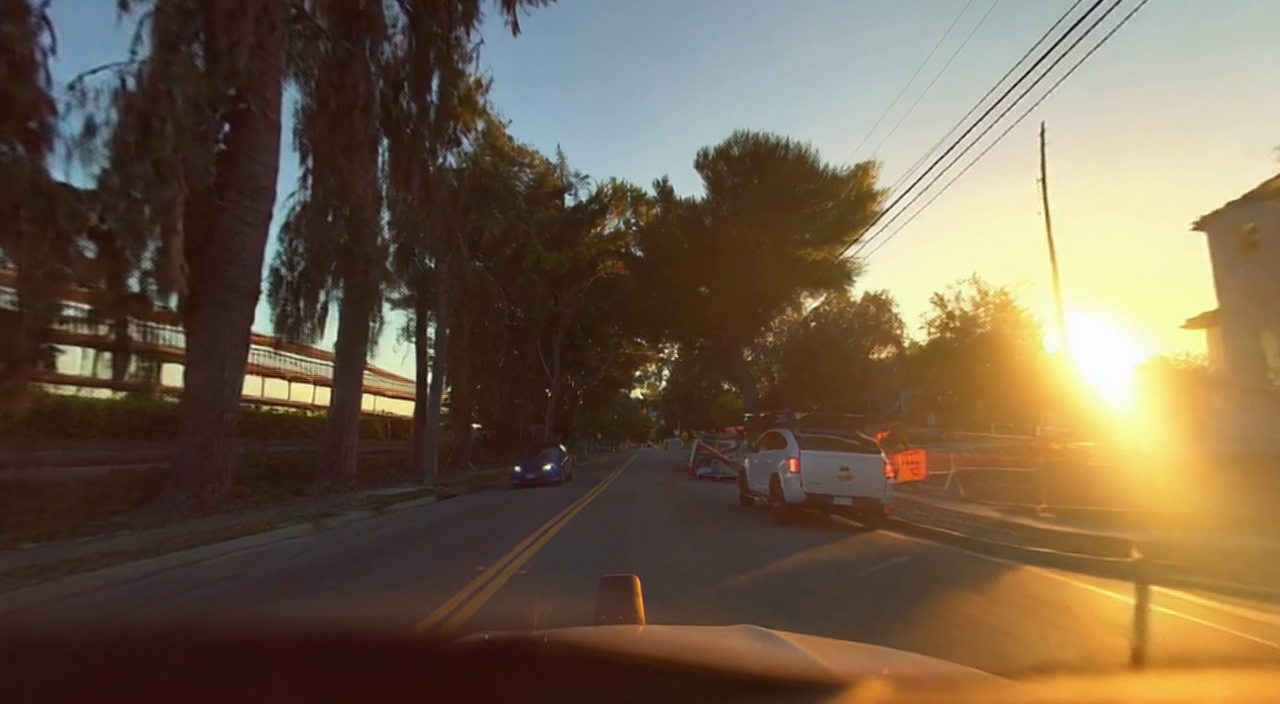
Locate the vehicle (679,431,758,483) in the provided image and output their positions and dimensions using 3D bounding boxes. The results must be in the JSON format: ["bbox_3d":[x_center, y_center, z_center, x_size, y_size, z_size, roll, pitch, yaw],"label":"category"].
[{"bbox_3d":[3.310,4.666,28.451,2.617,2.020,6.531,0,-9,-1],"label":"vehicle"}]

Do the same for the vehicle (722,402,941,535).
[{"bbox_3d":[3.453,2.321,13.237,2.759,2.114,6.152,0,-9,1],"label":"vehicle"}]

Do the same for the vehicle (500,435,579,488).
[{"bbox_3d":[-3.537,3.949,23.097,2.078,1.716,4.367,0,-8,1],"label":"vehicle"}]
